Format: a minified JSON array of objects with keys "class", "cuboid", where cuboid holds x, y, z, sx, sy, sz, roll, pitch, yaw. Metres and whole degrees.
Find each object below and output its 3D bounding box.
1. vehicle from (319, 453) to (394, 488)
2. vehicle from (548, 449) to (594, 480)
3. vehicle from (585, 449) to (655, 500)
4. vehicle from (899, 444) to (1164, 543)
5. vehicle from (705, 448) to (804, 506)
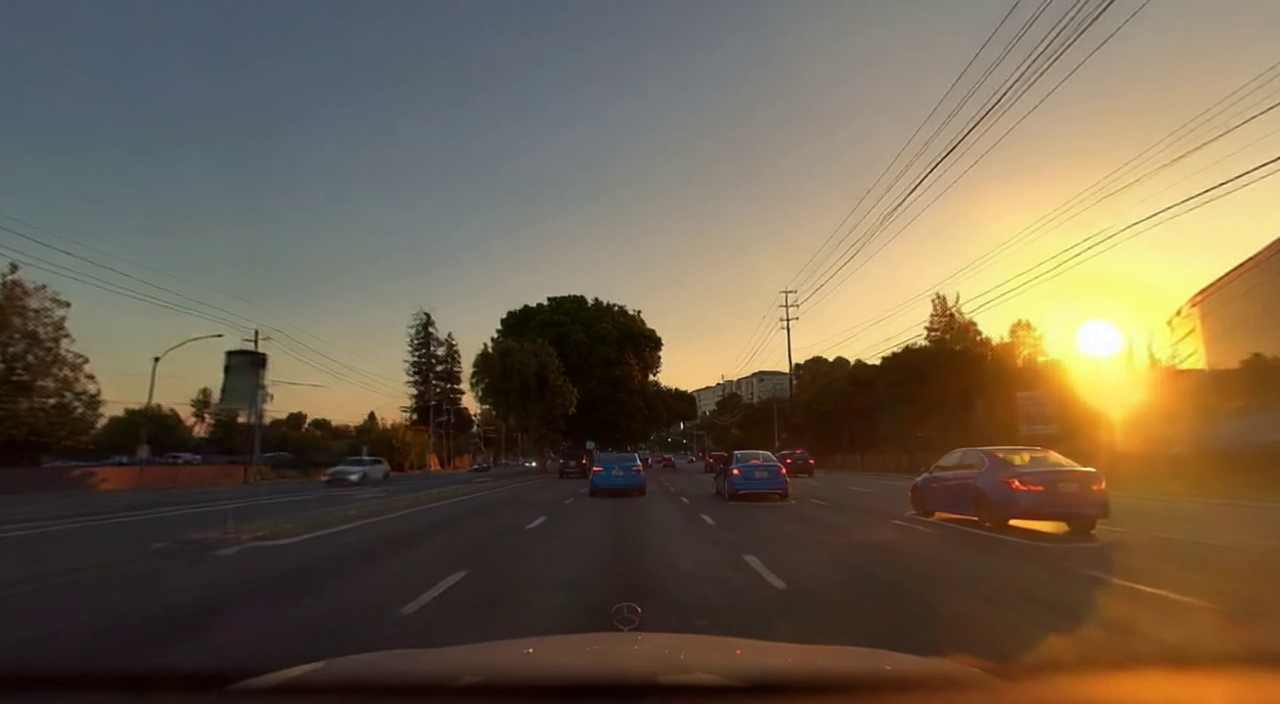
[{"class":"vehicle","cuboid":[-15.945,6.646,35.841,2.035,1.762,4.753,0,-9,0]},{"class":"vehicle","cuboid":[-3.824,6.347,35.808,2.073,1.606,4.364,-1,-9,1]},{"class":"vehicle","cuboid":[-0.613,3.977,20.950,2.065,1.464,4.216,0,-9,0]},{"class":"vehicle","cuboid":[6.804,2.461,11.732,2.004,1.455,4.417,0,-9,-1]},{"class":"vehicle","cuboid":[3.278,3.679,19.083,2.053,1.490,4.464,0,-9,-2]}]
